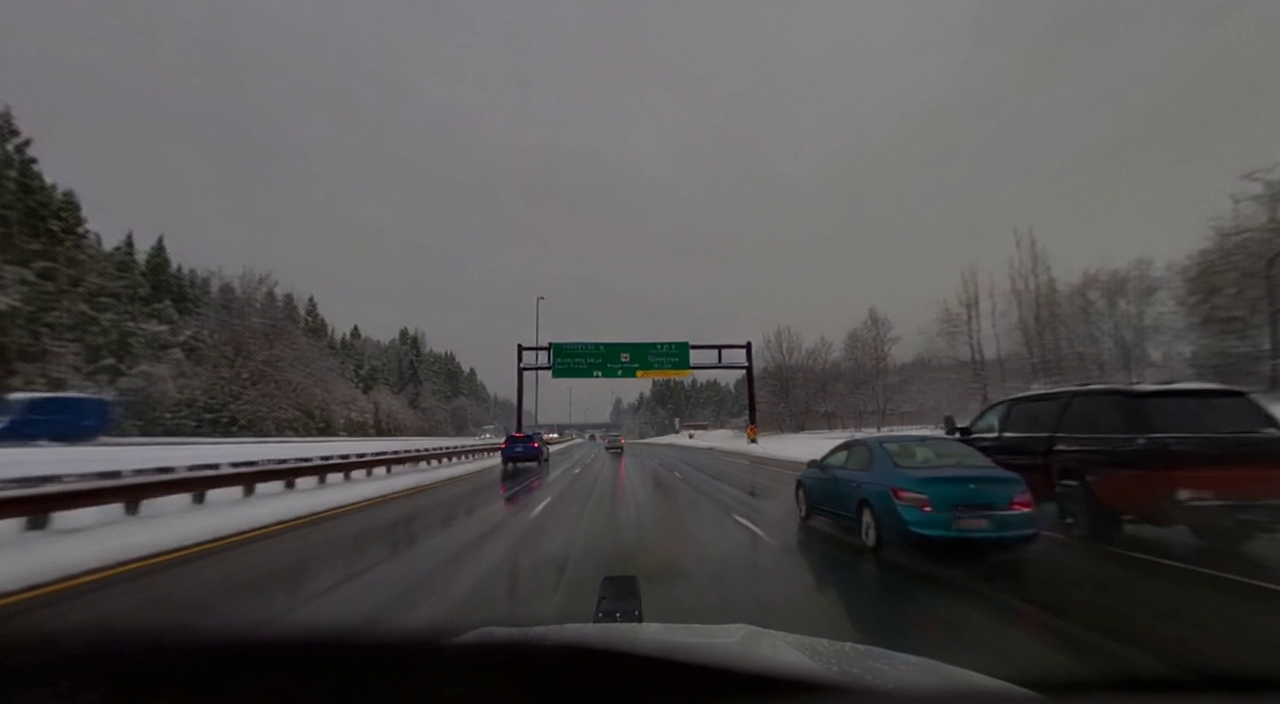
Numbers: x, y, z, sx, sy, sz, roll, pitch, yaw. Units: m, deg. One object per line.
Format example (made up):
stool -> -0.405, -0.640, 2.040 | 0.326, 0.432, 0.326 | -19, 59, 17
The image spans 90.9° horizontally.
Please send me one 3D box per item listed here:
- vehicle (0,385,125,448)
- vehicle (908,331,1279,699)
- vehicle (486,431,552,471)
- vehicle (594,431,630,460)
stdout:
vehicle -> -27.675, 3.076, 28.966 | 2.473, 2.571, 6.567 | 0, -8, -2
vehicle -> 3.923, 1.051, 5.012 | 1.976, 1.905, 3.263 | 0, -8, -3
vehicle -> -5.066, 4.196, 26.999 | 2.100, 1.590, 4.077 | 0, -8, -1
vehicle -> -1.748, 5.886, 39.893 | 2.159, 1.690, 3.720 | 0, -8, -2
